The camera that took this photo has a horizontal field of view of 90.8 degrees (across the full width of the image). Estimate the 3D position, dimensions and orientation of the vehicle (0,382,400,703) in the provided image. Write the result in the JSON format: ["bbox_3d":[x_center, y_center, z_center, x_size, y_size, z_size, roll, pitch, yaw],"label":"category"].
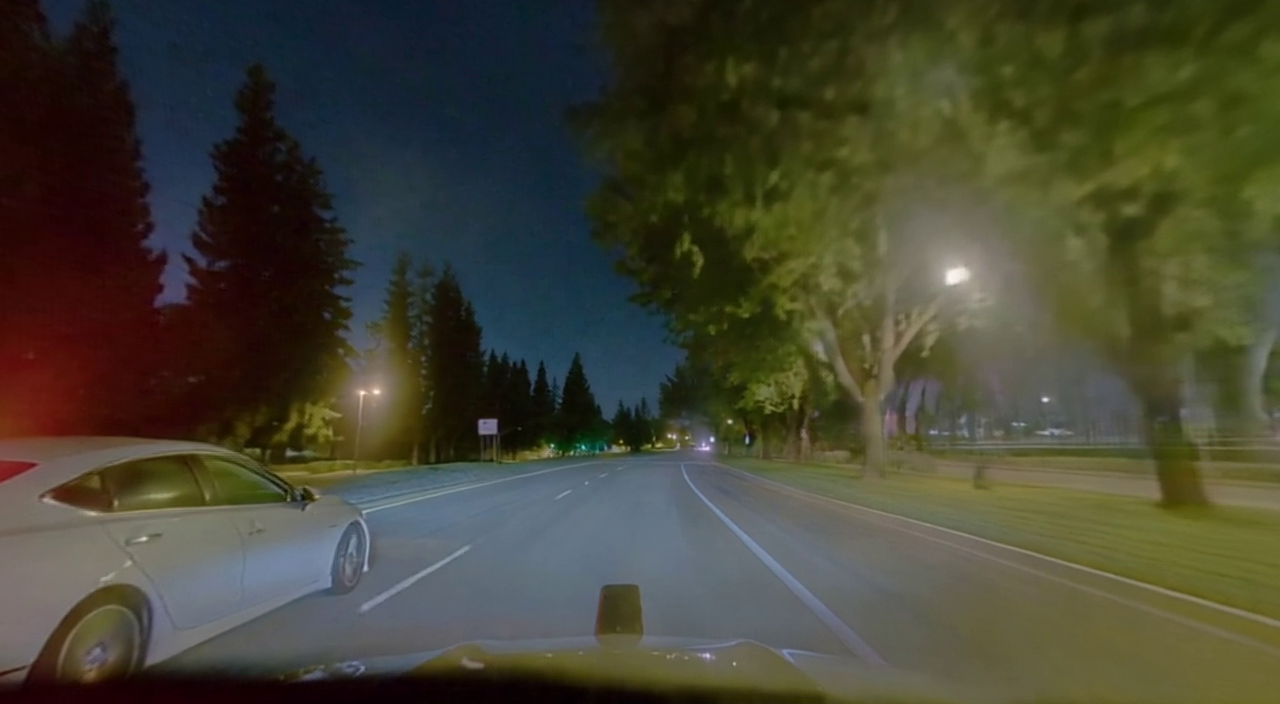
[{"bbox_3d":[-3.249,1.097,3.767,1.915,1.521,4.283,0,-8,0],"label":"vehicle"}]
